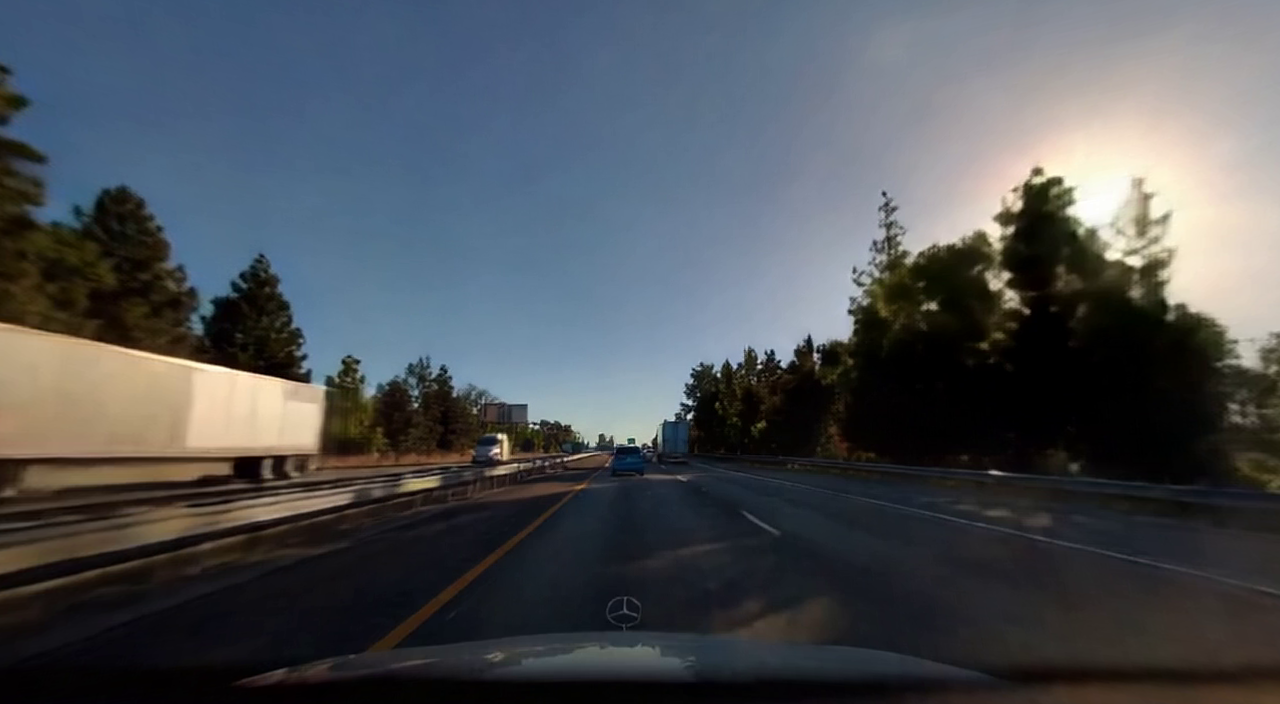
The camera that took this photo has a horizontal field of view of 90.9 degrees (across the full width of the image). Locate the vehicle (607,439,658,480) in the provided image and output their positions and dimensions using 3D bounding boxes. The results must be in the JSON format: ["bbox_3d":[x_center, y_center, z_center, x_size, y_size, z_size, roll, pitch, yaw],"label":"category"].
[{"bbox_3d":[-0.354,4.922,28.992,2.190,1.706,4.062,0,-9,-1],"label":"vehicle"}]
